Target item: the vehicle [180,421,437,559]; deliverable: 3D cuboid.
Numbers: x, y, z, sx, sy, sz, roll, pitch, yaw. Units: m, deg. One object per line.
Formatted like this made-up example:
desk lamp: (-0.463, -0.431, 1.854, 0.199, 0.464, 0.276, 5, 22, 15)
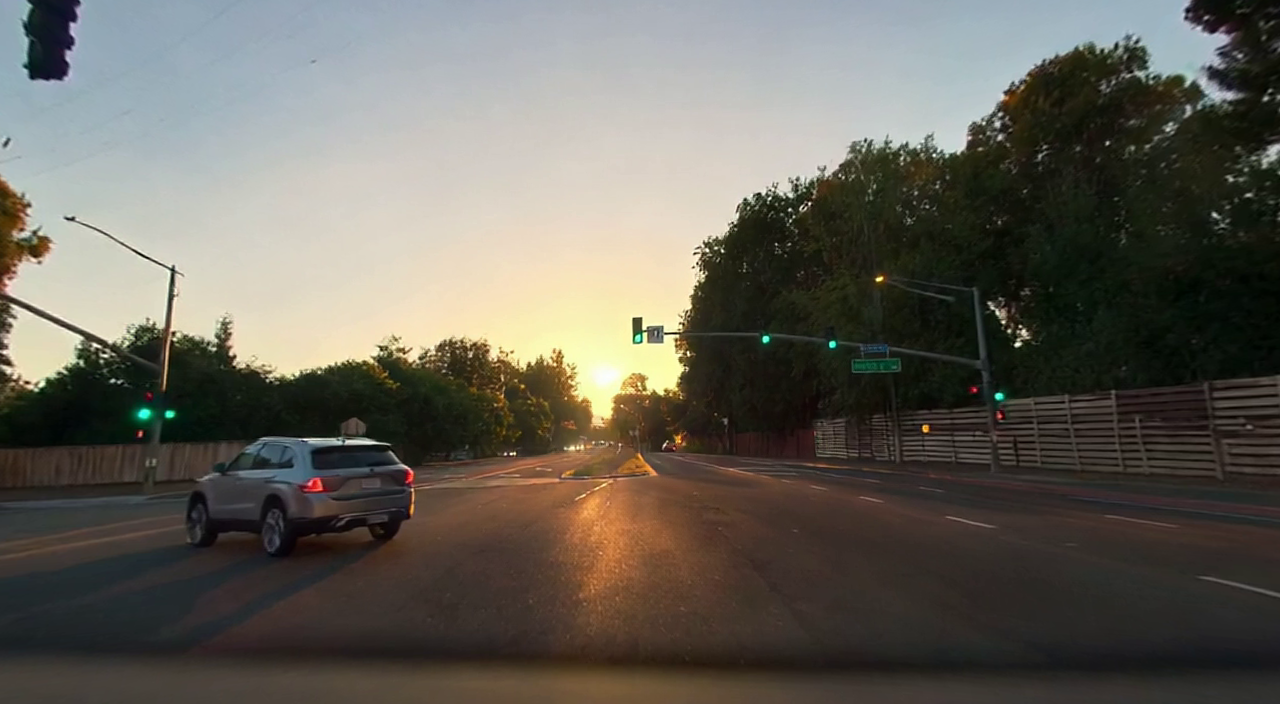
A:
vehicle: (-5.813, 2.205, 10.895, 4.580, 1.827, 2.230, -7, -11, 40)
